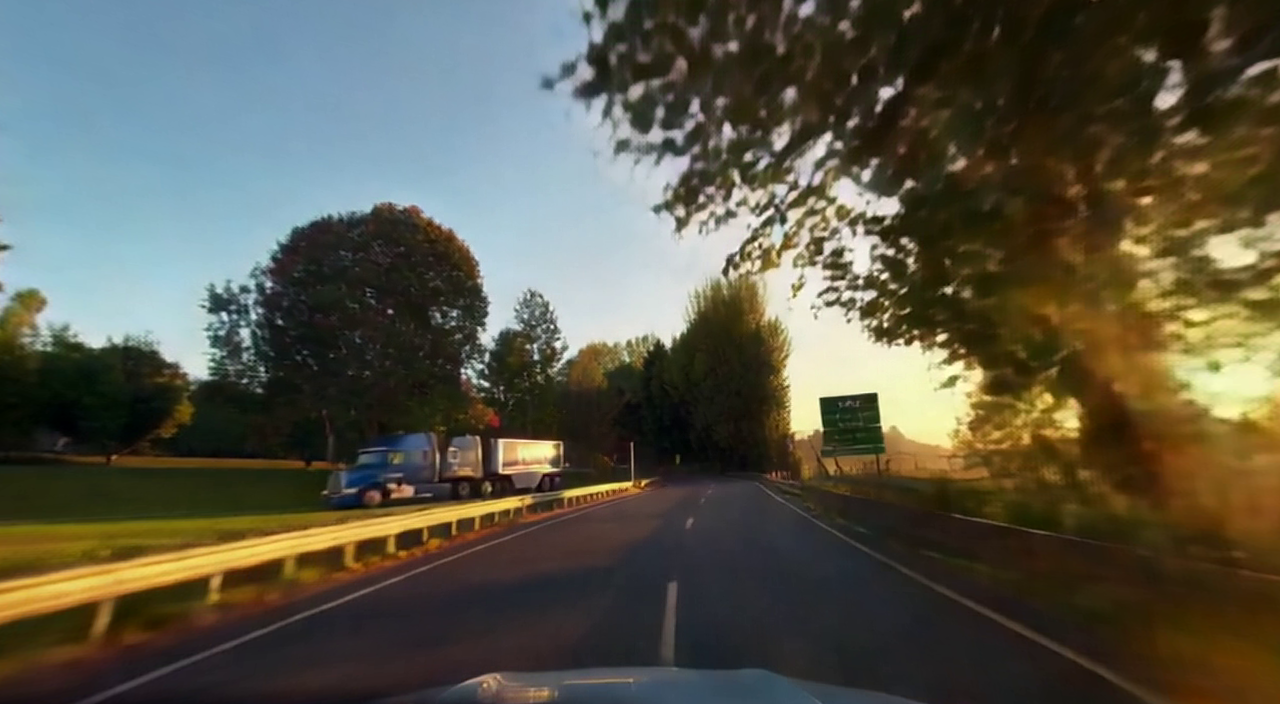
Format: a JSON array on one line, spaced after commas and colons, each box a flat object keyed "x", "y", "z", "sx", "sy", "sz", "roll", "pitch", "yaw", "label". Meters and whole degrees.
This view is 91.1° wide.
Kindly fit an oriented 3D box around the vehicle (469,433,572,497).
[{"x": -8.184, "y": 7.999, "z": 44.398, "sx": 2.935, "sy": 4.083, "sz": 7.922, "roll": -4, "pitch": -11, "yaw": 24, "label": "vehicle"}]

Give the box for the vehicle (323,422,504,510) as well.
[{"x": -12.445, "y": 6.527, "z": 35.991, "sx": 2.952, "sy": 4.284, "sz": 9.811, "roll": -6, "pitch": -12, "yaw": 31, "label": "vehicle"}]
